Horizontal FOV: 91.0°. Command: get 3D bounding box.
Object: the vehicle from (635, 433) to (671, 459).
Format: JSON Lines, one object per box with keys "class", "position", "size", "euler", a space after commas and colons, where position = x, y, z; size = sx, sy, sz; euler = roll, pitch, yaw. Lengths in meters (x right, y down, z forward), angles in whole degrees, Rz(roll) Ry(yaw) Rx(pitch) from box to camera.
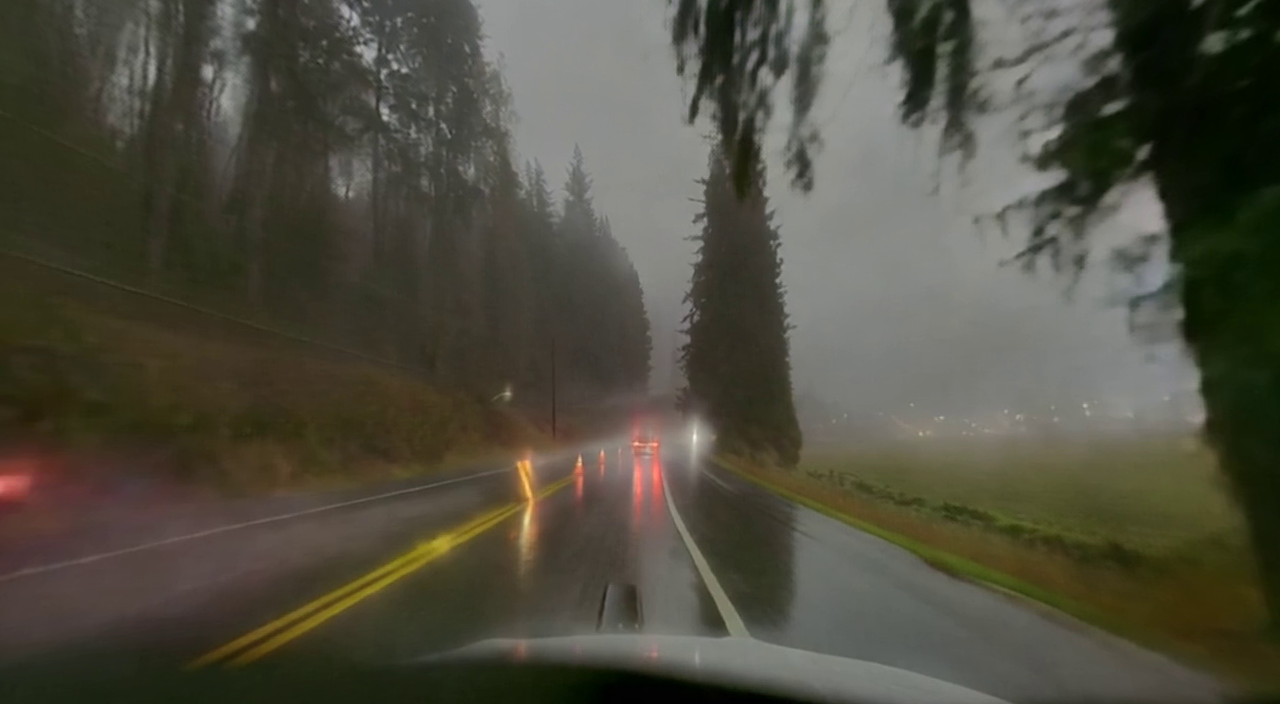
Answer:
{"class": "vehicle", "position": [0.861, 5.775, 38.730], "size": [2.042, 1.489, 3.963], "euler": [-1, -9, 3]}
